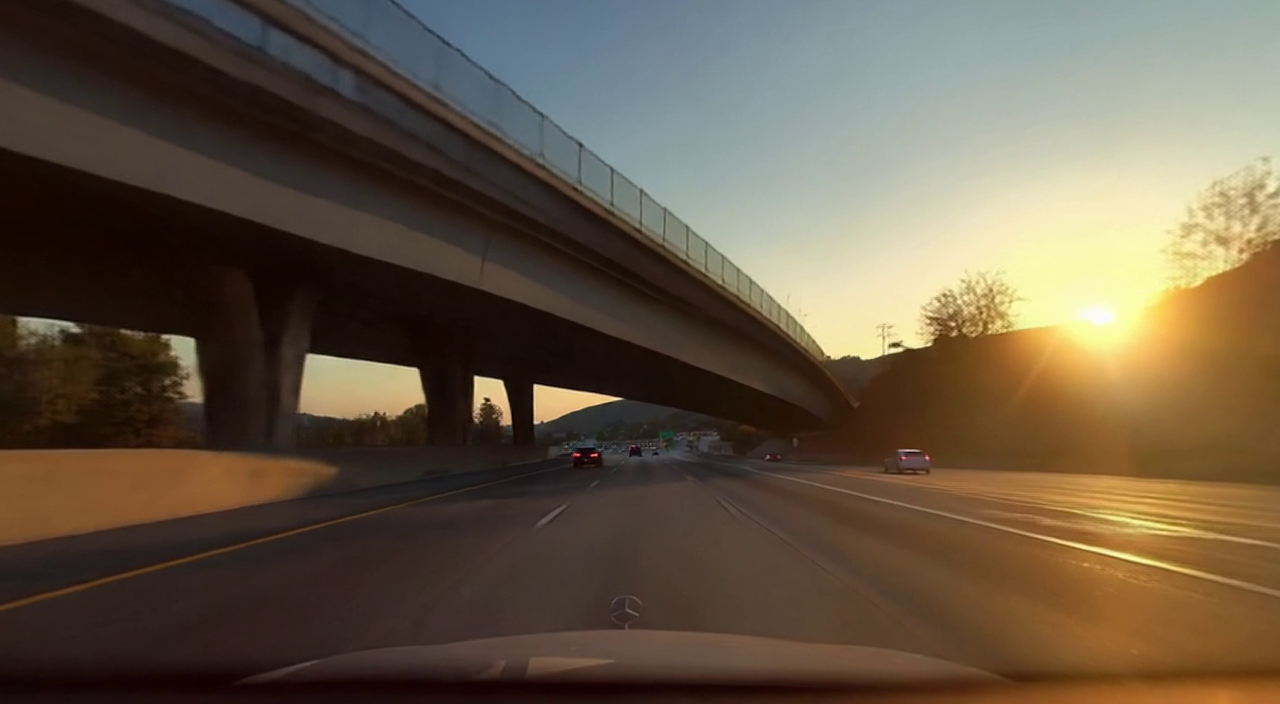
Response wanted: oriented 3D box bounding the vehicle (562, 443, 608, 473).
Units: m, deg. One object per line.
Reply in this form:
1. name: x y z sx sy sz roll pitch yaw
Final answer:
1. vehicle: -2.914 5.730 34.248 1.968 1.504 3.892 0 -8 3
